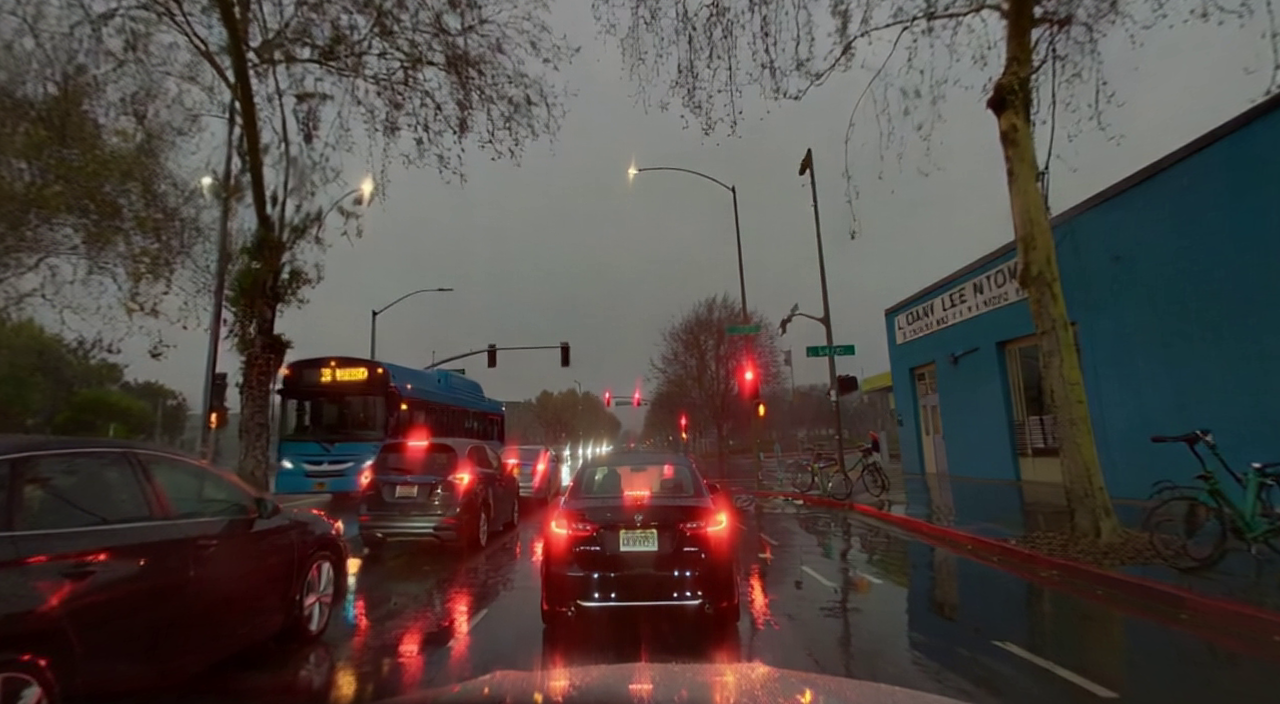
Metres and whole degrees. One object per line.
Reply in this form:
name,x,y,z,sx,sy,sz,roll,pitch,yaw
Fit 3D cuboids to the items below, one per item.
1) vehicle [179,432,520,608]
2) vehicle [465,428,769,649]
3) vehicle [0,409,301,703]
vehicle,-2.913,1.760,7.643,1.944,1.481,4.385,0,-8,1
vehicle,-0.141,1.531,6.177,2.031,1.461,3.763,0,-8,0
vehicle,-3.169,0.881,1.726,1.867,1.486,4.452,0,-8,2
